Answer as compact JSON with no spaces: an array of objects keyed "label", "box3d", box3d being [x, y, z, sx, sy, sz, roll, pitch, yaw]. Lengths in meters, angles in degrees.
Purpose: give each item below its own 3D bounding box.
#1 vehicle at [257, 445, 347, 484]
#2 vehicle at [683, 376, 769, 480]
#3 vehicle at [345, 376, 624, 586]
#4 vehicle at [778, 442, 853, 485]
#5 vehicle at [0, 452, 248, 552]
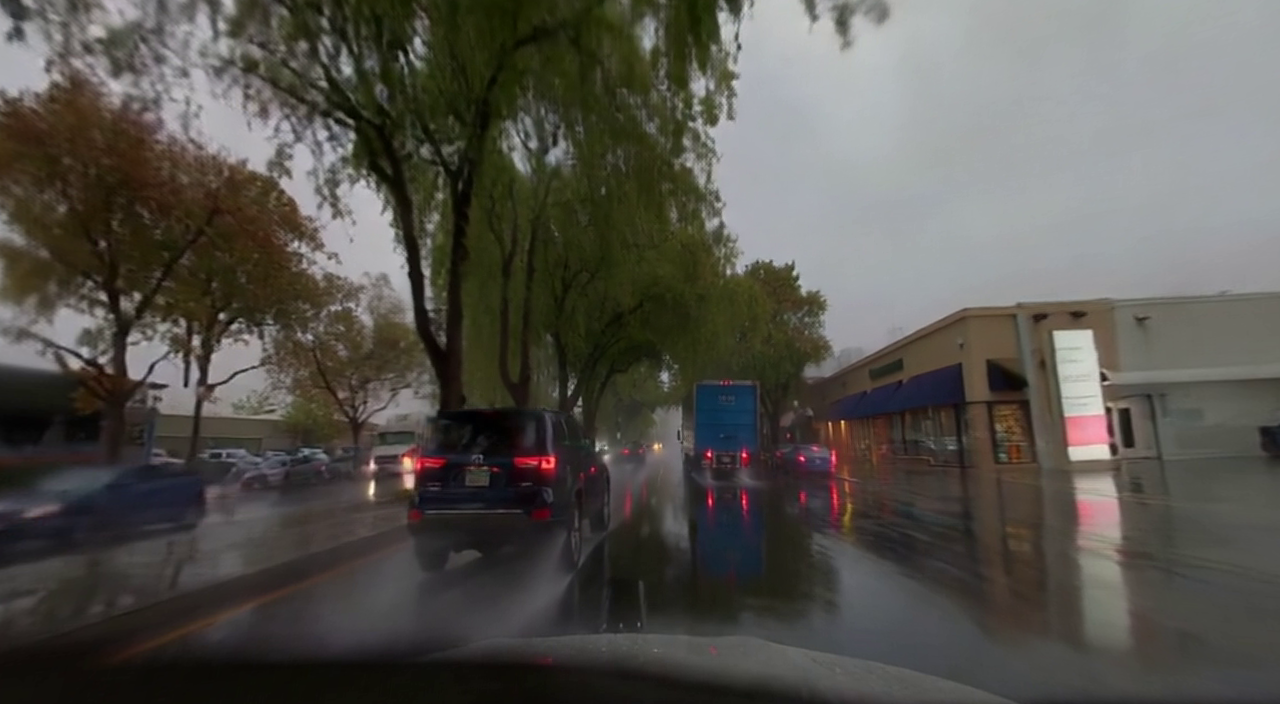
[{"label":"vehicle","box3d":[-21.195,7.013,39.997,2.233,2.228,5.747,0,-8,4]},{"label":"vehicle","box3d":[3.921,4.029,32.238,3.007,4.206,12.913,-1,-8,2]},{"label":"vehicle","box3d":[-1.603,1.622,8.715,2.293,2.036,4.853,-1,-9,4]},{"label":"vehicle","box3d":[6.826,4.346,24.977,1.929,1.522,4.158,-1,-9,3]},{"label":"vehicle","box3d":[-9.886,2.639,11.879,1.915,1.434,4.609,-1,-9,3]}]
